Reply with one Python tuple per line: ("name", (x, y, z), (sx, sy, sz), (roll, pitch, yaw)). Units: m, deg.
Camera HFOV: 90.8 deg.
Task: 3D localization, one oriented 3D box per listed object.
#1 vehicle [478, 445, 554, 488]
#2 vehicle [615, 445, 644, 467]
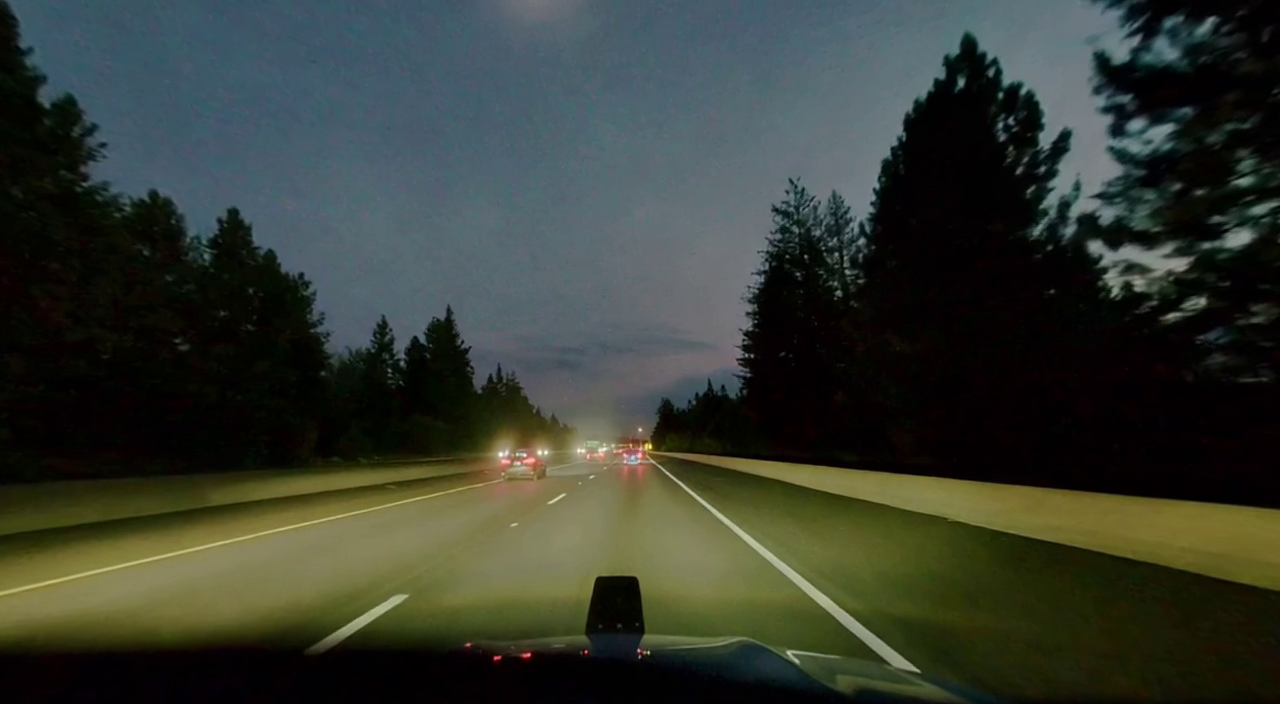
("vehicle", (-4.633, 4.346, 24.284), (2.052, 1.468, 4.390), (0, -9, 0))
("vehicle", (-0.870, 7.975, 48.581), (2.070, 1.603, 4.806), (0, -9, -3))
